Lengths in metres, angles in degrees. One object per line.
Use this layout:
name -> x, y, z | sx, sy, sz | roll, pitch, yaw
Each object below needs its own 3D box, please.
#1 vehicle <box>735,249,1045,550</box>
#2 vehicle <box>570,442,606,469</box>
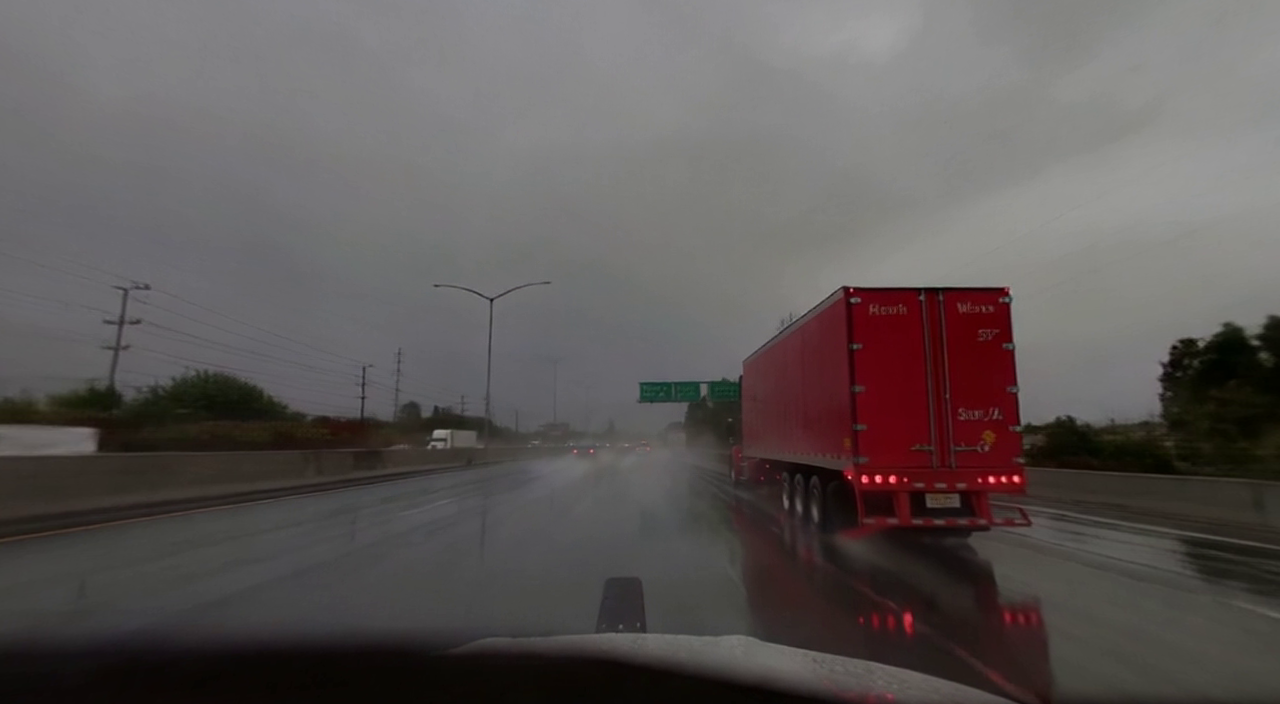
vehicle -> 3.821, 1.099, 12.069 | 3.042, 4.037, 7.253 | 0, -9, 2
vehicle -> -3.407, 6.869, 41.977 | 2.000, 1.658, 4.155 | 0, -9, 0
